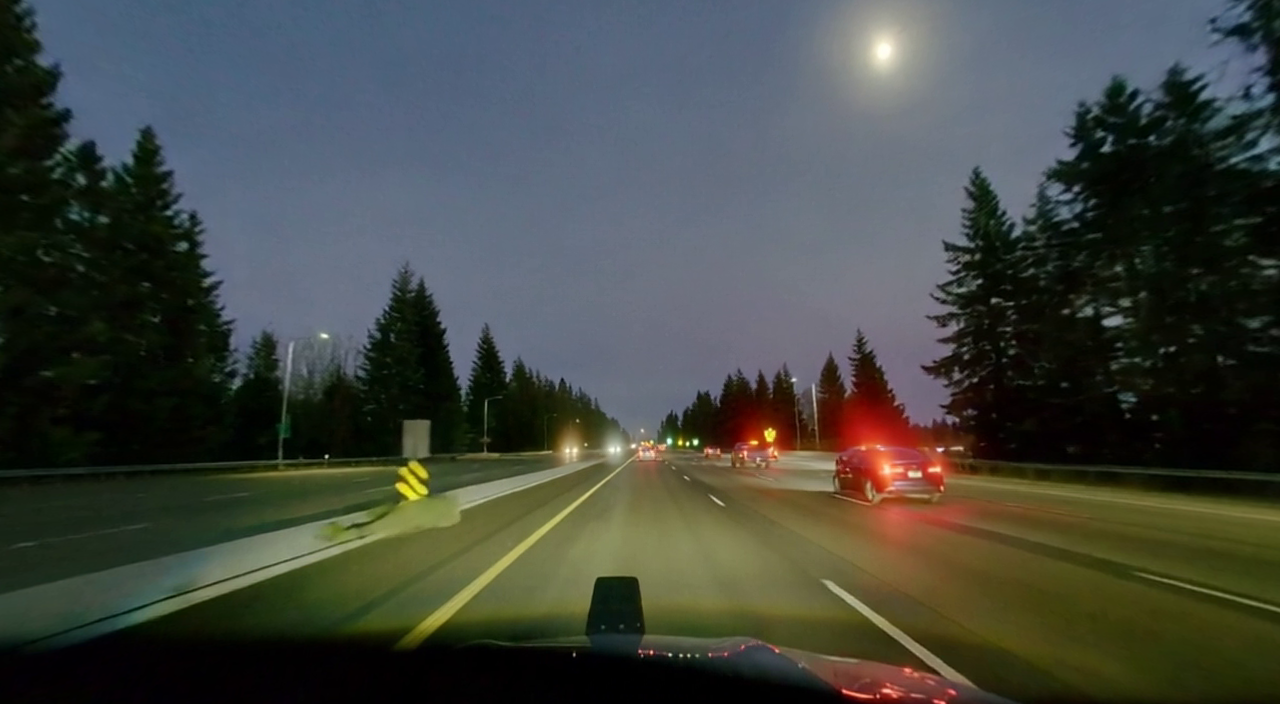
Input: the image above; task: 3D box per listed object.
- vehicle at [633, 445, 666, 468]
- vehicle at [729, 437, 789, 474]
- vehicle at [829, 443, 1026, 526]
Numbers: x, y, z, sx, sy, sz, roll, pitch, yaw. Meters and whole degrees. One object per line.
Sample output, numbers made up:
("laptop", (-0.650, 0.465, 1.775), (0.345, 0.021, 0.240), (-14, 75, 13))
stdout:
("vehicle", (0.611, 6.878, 41.544), (2.052, 1.472, 4.295), (0, -8, 0))
("vehicle", (6.675, 5.859, 35.931), (2.206, 1.902, 5.460), (0, -8, -2))
("vehicle", (5.917, 2.740, 13.753), (1.904, 1.453, 4.789), (0, -8, -2))
